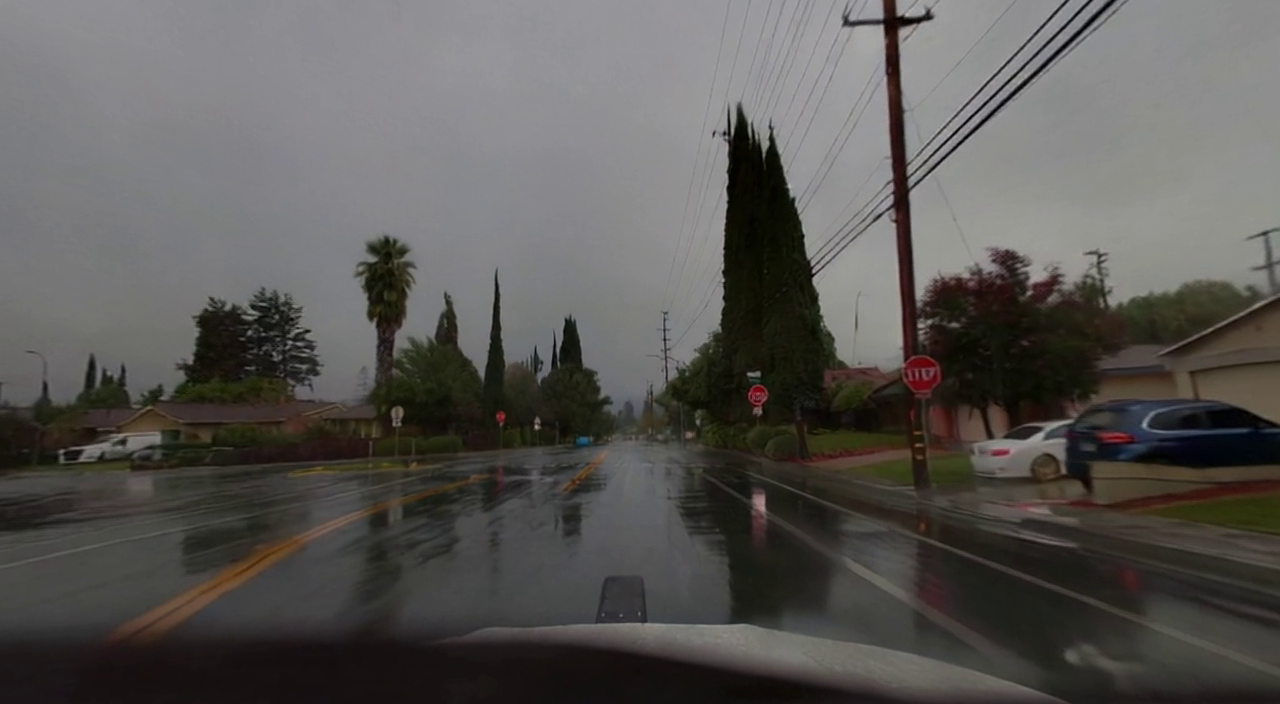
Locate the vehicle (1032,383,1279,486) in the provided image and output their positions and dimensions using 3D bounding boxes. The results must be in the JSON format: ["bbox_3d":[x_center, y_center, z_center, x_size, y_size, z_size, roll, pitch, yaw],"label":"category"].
[{"bbox_3d":[10.700,1.622,12.334,4.544,1.807,2.204,-1,-8,3],"label":"vehicle"}]
